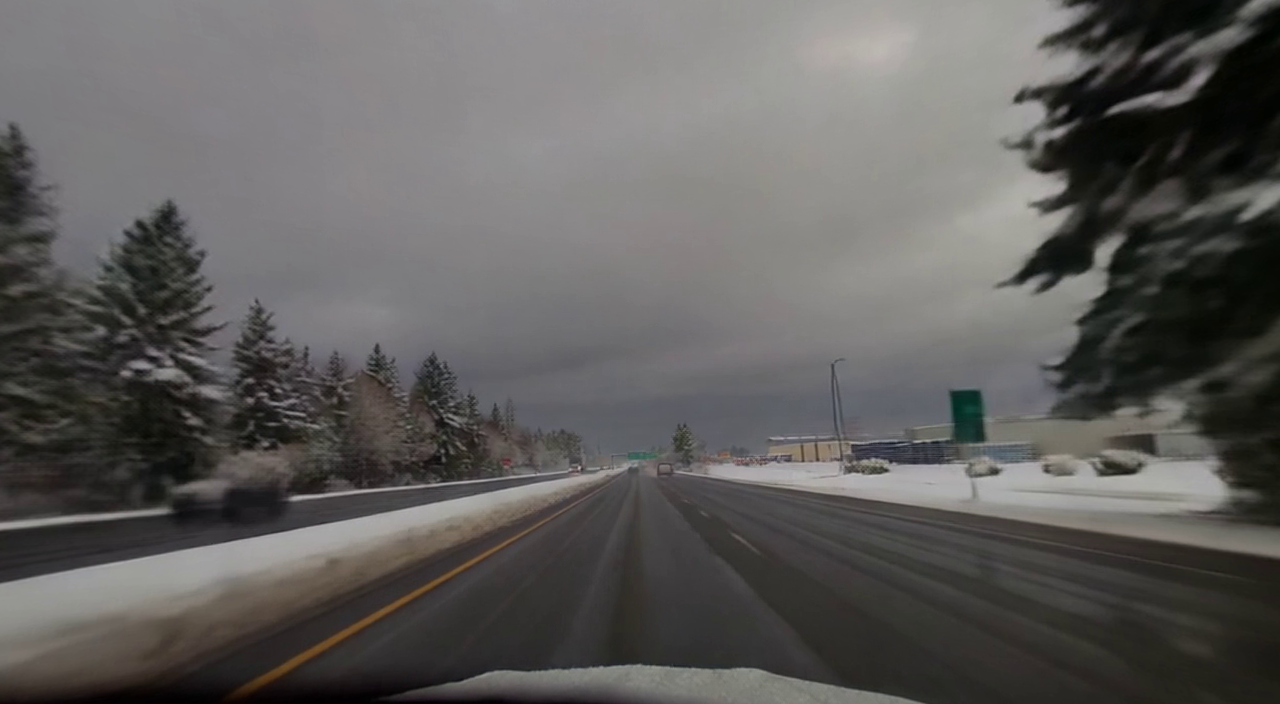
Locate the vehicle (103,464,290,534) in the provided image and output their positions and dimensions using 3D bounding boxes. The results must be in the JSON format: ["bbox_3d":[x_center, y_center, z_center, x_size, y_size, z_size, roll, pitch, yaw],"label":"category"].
[{"bbox_3d":[-11.798,3.914,17.214,1.947,1.628,4.211,0,-10,1],"label":"vehicle"}]
